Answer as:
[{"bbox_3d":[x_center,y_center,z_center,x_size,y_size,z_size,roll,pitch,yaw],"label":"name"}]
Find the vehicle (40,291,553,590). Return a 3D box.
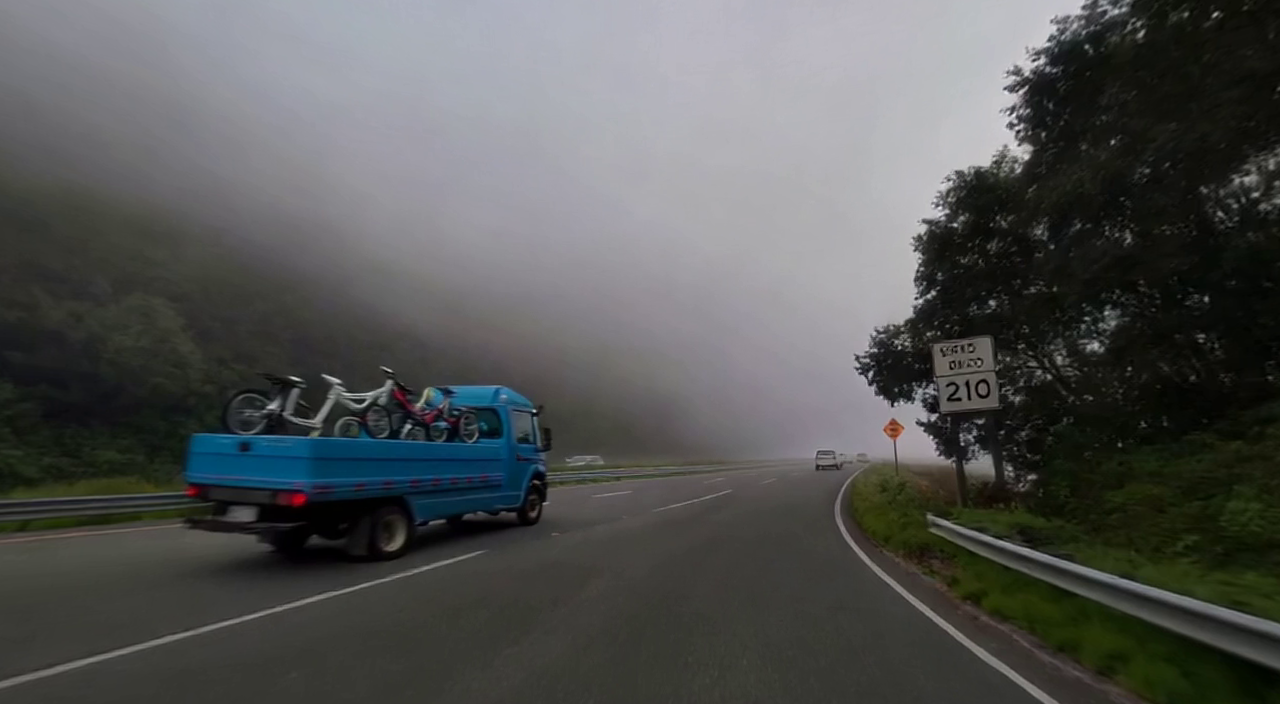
[{"bbox_3d":[-4.559,1.643,10.897,2.841,3.244,7.689,-3,-11,18],"label":"vehicle"}]
